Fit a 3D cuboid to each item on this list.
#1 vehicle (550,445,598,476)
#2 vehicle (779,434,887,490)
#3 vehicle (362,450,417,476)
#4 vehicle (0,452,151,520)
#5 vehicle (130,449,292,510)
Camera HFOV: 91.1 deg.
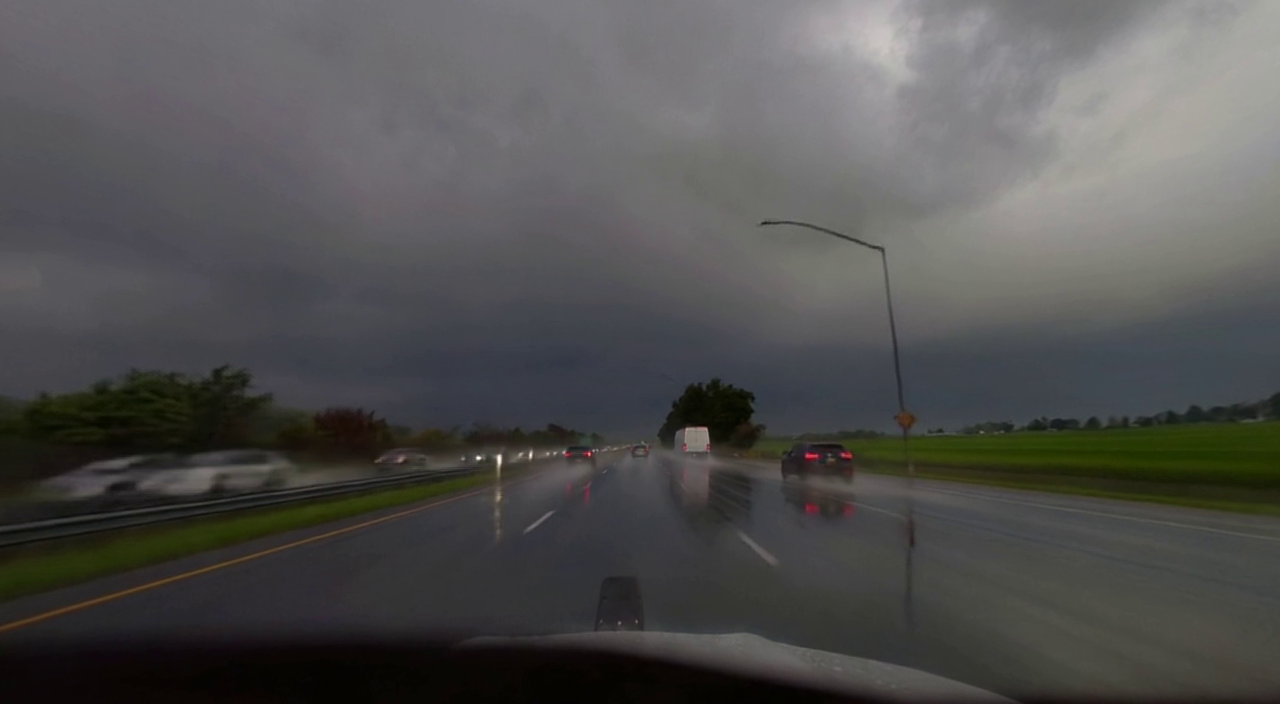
[{"bbox_3d":[-3.503,5.847,34.077,2.160,1.530,4.500,0,-9,0],"label":"vehicle"},{"bbox_3d":[6.213,3.618,20.957,2.069,1.625,4.832,0,-9,0],"label":"vehicle"},{"bbox_3d":[-16.741,7.400,42.241,1.921,1.630,4.333,0,-9,0],"label":"vehicle"},{"bbox_3d":[-15.206,3.337,16.152,1.850,1.465,4.240,0,-9,0],"label":"vehicle"},{"bbox_3d":[-11.457,3.383,17.137,1.775,1.434,3.718,0,-9,0],"label":"vehicle"}]
